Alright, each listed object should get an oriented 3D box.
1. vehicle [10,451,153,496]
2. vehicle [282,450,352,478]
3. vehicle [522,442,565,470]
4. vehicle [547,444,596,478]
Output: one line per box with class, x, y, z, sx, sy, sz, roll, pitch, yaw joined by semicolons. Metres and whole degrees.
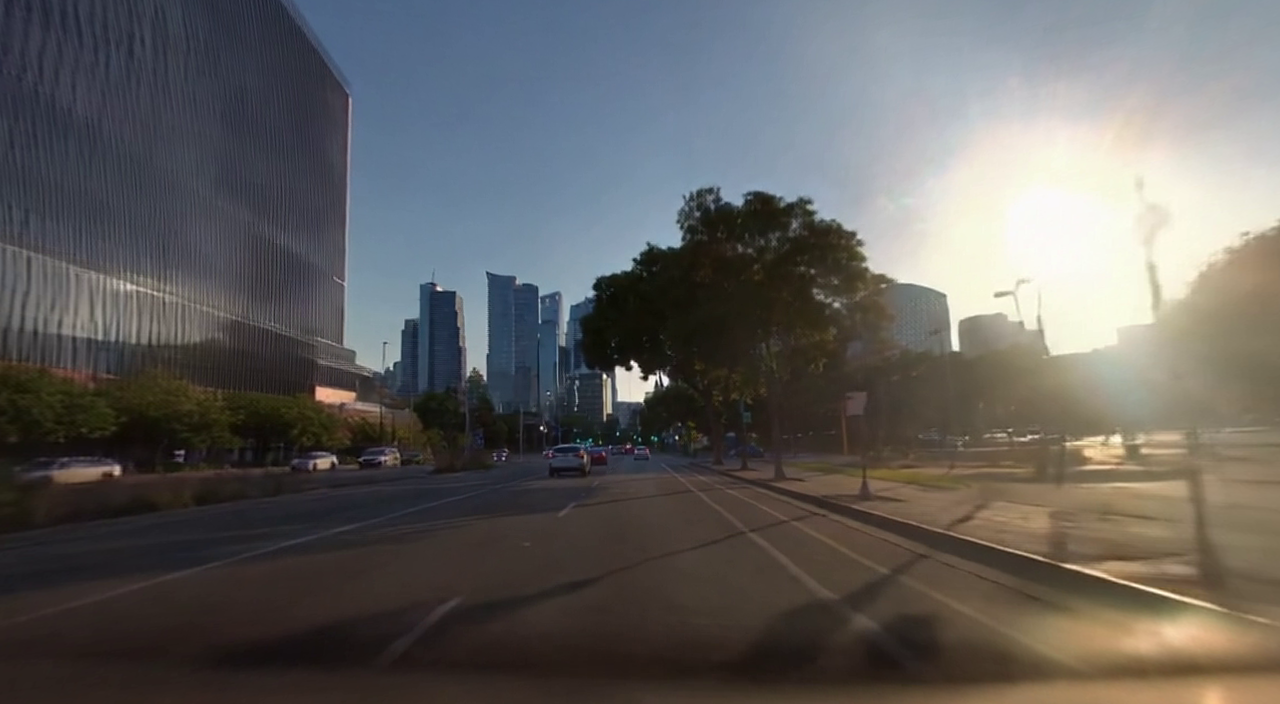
vehicle;-23.615;5.113;27.016;1.855;1.692;4.621;0;-9;0
vehicle;-20.057;6.944;39.454;1.918;1.601;4.610;0;-9;0
vehicle;-6.738;7.324;44.759;2.224;1.821;4.711;0;-9;1
vehicle;-3.329;5.370;31.350;1.983;1.545;3.773;0;-9;0
